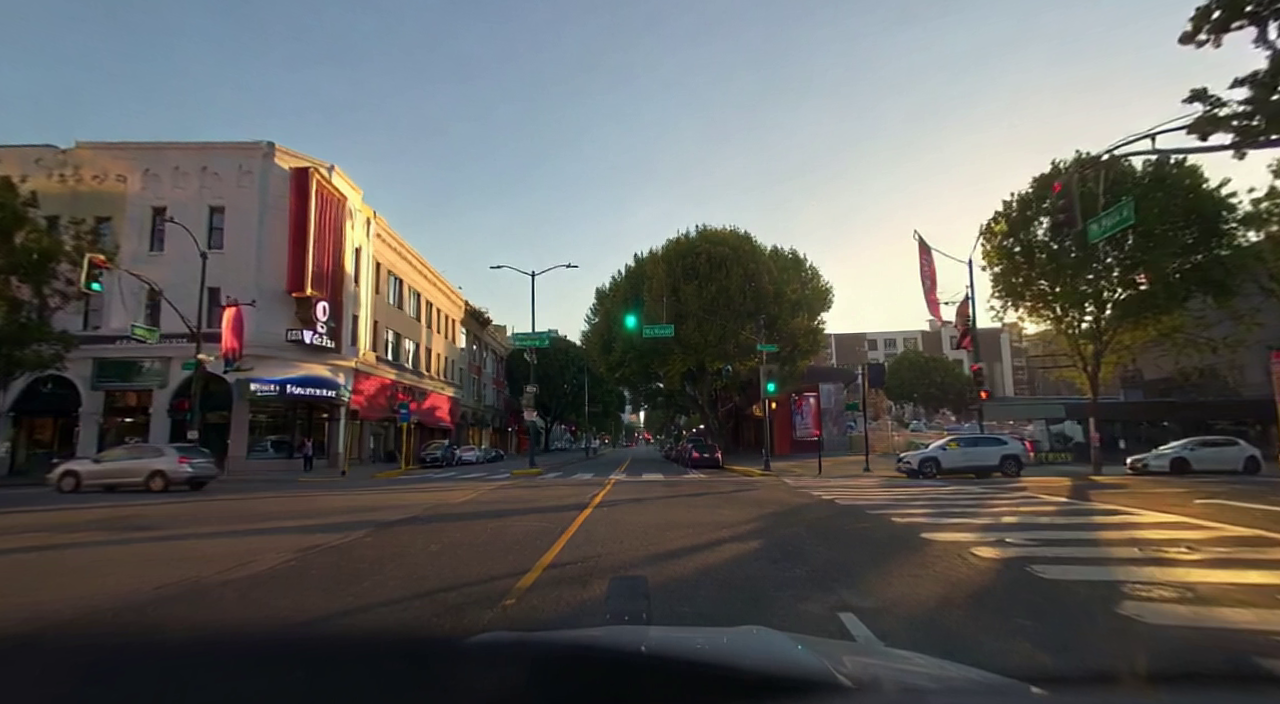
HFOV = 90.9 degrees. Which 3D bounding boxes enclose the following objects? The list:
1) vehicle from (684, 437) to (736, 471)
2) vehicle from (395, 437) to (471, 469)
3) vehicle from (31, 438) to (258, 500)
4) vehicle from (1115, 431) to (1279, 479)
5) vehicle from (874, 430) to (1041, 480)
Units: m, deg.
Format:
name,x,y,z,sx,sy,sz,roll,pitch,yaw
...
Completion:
name,x,y,z,sx,sy,sz,roll,pitch,yaw
vehicle,3.444,5.159,32.029,2.120,1.560,4.402,0,-8,0
vehicle,-12.458,6.023,37.815,4.447,1.790,2.206,-7,-11,38
vehicle,-13.419,3.136,17.372,4.597,1.476,1.980,7,-11,-39
vehicle,18.850,3.375,20.711,4.836,1.471,1.991,0,-9,-1
vehicle,10.223,3.353,20.581,4.330,1.517,2.045,0,-8,0
